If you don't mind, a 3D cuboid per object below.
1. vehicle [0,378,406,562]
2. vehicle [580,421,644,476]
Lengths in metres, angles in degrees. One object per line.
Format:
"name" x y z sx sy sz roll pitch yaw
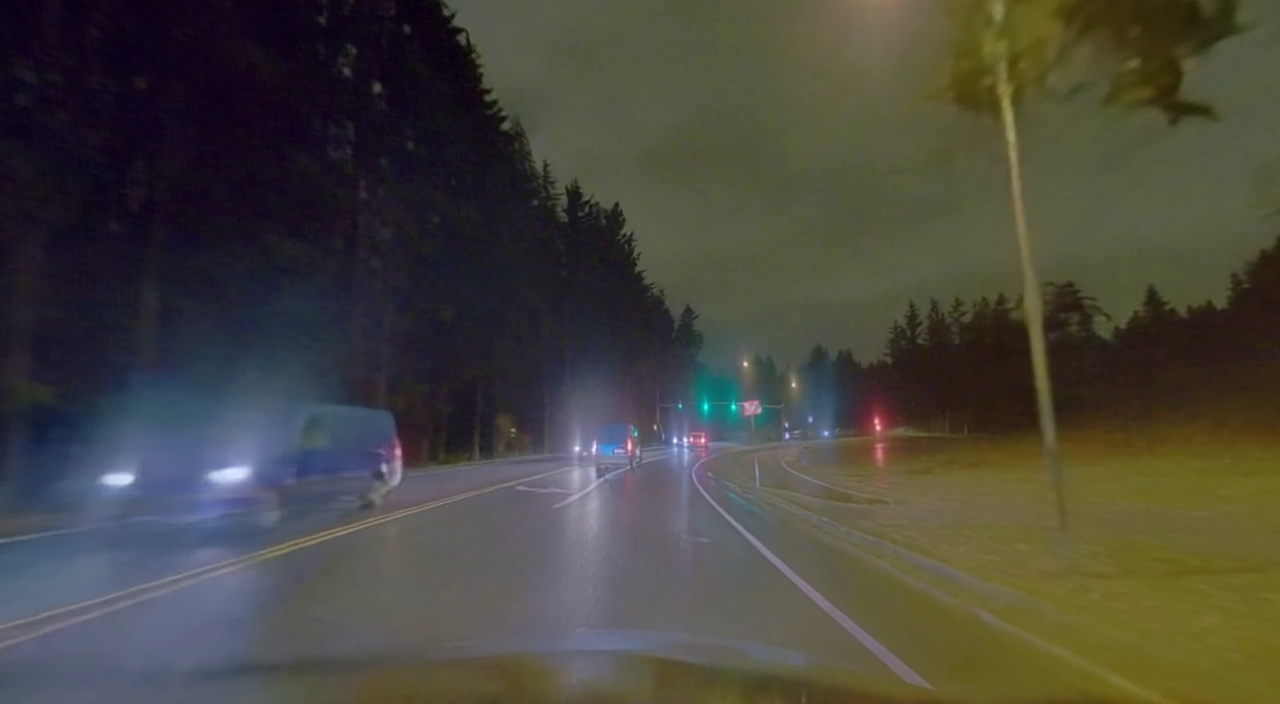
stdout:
"vehicle" -5.964 1.700 9.782 2.295 1.981 5.836 0 -8 1
"vehicle" -1.088 4.258 27.864 2.362 2.185 5.212 0 -8 3
